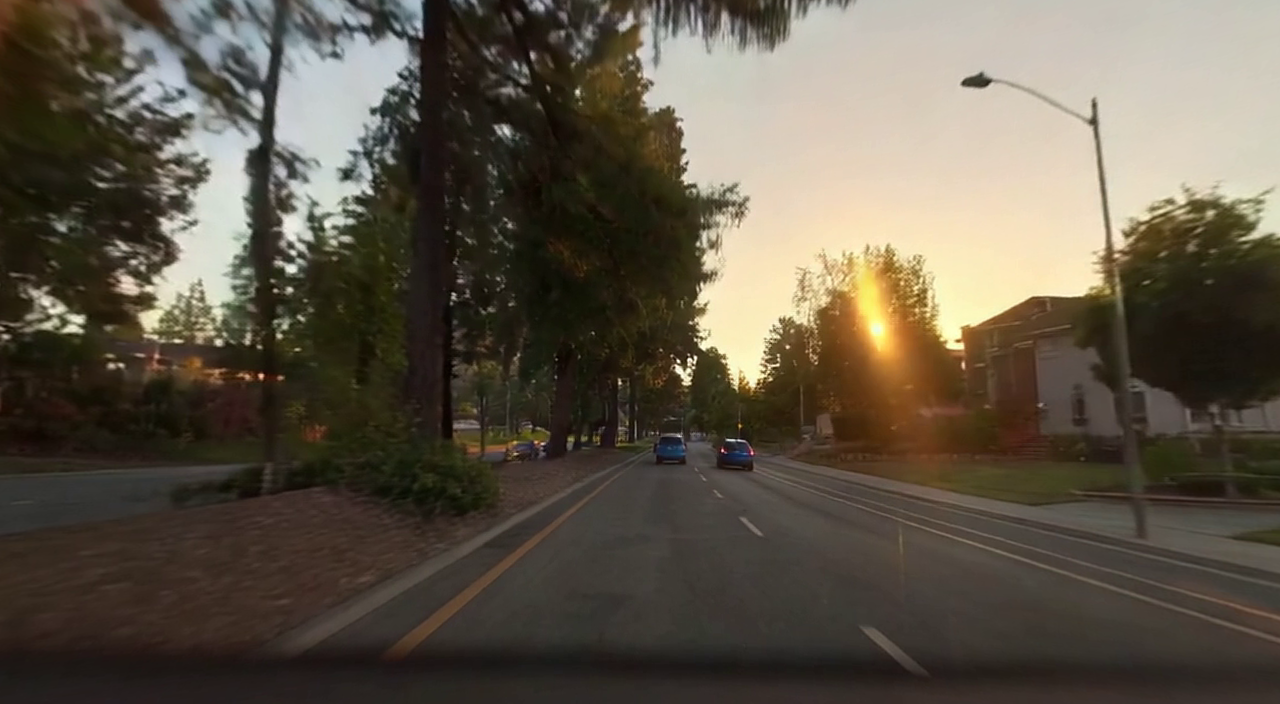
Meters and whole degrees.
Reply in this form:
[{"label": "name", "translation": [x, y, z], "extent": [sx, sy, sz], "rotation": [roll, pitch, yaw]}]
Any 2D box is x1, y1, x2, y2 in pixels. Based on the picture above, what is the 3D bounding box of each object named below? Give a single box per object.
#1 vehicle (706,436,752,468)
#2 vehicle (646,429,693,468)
[{"label": "vehicle", "translation": [4.835, 5.477, 34.529], "extent": [1.971, 1.663, 4.287], "rotation": [0, -8, 1]}, {"label": "vehicle", "translation": [1.448, 4.907, 31.987], "extent": [2.251, 1.822, 4.391], "rotation": [0, -8, 1]}]
